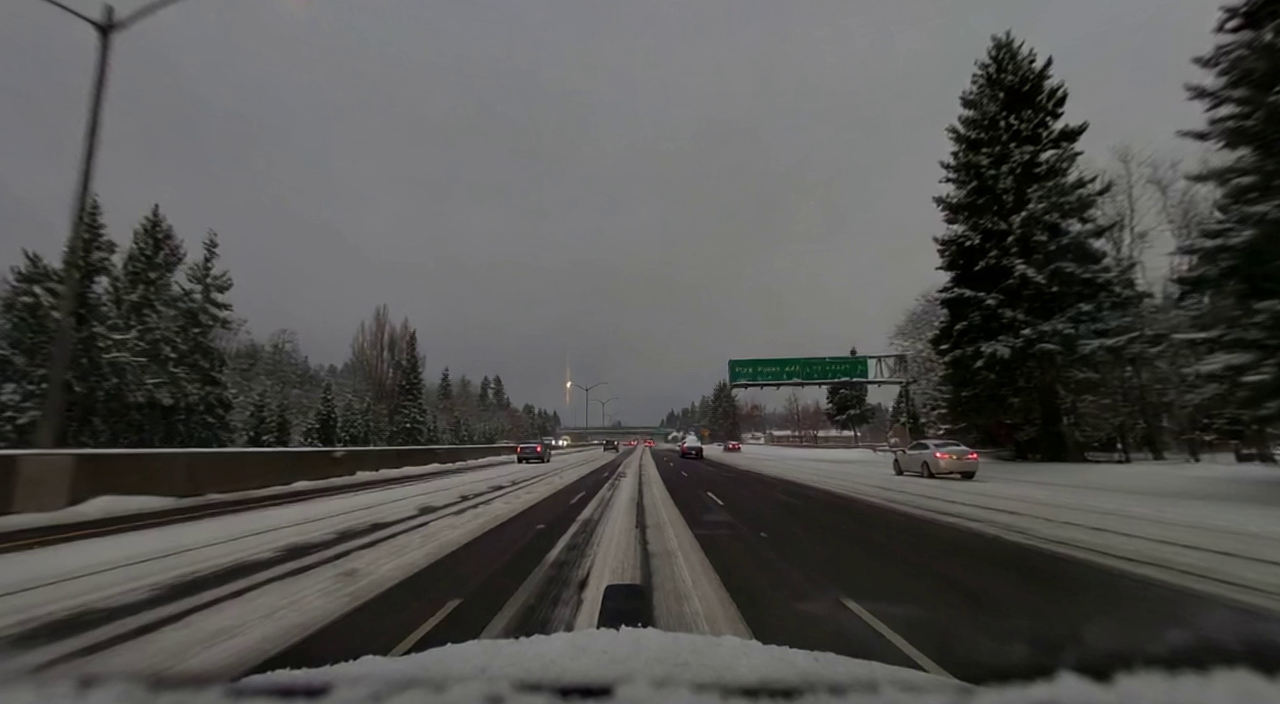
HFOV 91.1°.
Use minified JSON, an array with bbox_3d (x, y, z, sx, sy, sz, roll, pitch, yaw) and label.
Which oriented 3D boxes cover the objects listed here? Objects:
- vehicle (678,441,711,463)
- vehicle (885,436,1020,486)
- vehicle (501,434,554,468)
[{"bbox_3d":[3.725,6.967,43.730,1.950,1.453,3.378,0,-9,-1],"label":"vehicle"},{"bbox_3d":[10.215,3.604,21.036,1.979,1.467,4.839,0,-9,-1],"label":"vehicle"},{"bbox_3d":[-6.299,5.626,35.766,2.091,1.746,4.437,0,-9,1],"label":"vehicle"}]
